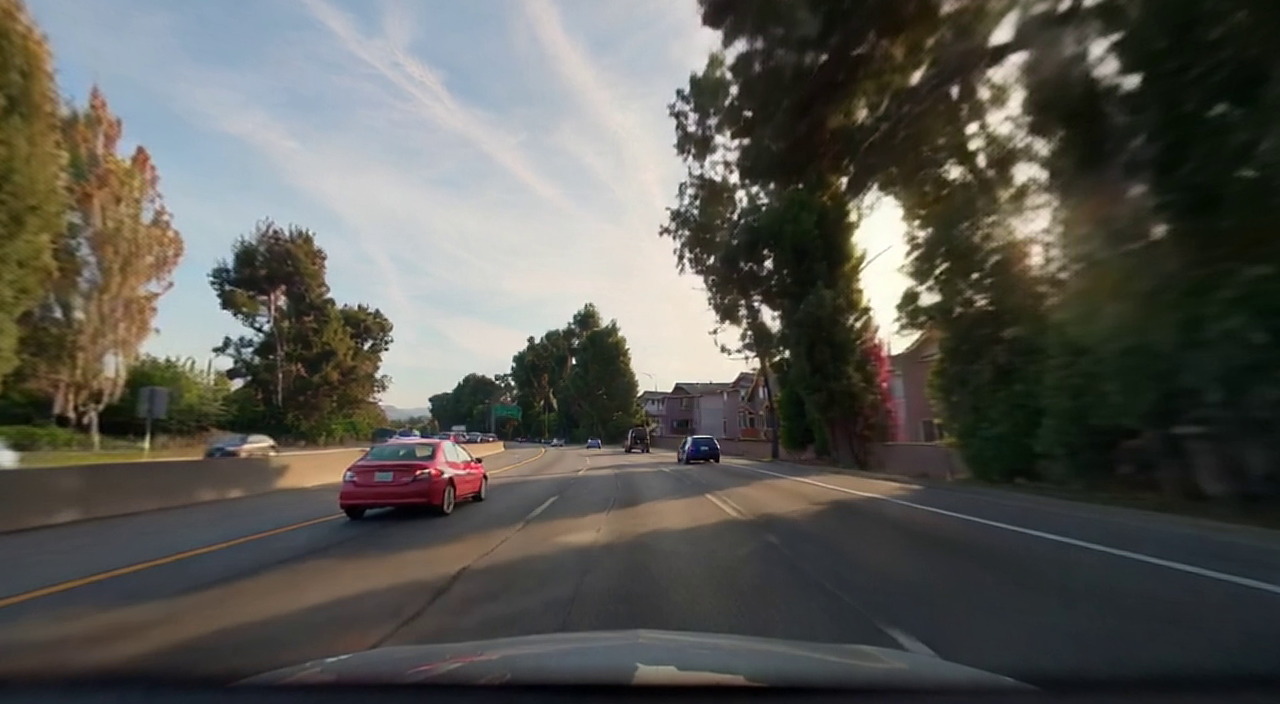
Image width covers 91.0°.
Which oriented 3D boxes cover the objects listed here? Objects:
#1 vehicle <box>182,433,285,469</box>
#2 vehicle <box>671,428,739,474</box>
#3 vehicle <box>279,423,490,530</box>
[{"bbox_3d":[-17.686,4.330,27.632,1.910,1.461,3.908,0,-8,0],"label":"vehicle"},{"bbox_3d":[2.528,3.966,25.476,2.092,1.686,4.188,0,-8,-3],"label":"vehicle"},{"bbox_3d":[-4.268,2.146,11.462,2.036,1.528,4.400,0,-8,-1],"label":"vehicle"}]
